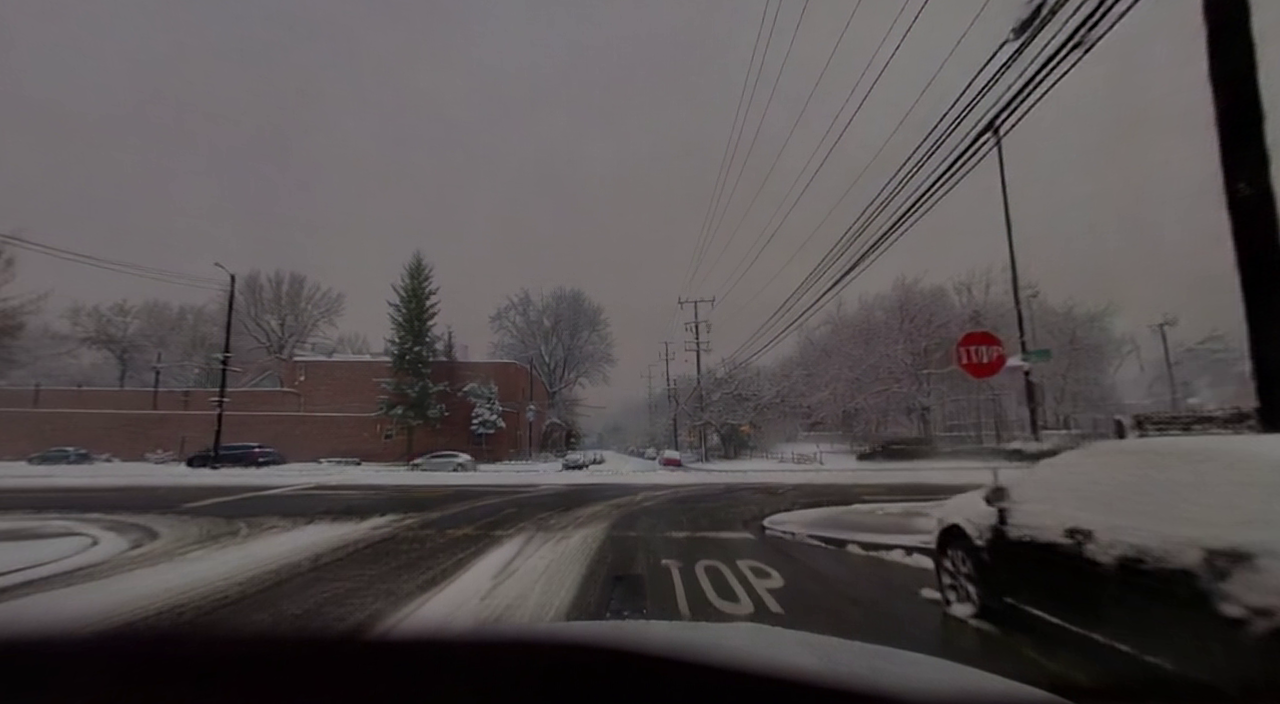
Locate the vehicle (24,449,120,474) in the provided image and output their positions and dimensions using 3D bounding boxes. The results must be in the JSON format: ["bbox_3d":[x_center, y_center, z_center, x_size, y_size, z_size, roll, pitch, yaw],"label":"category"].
[{"bbox_3d":[-38.633,7.453,42.977,4.440,1.671,2.036,0,-9,-2],"label":"vehicle"}]

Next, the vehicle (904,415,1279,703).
[{"bbox_3d":[3.623,1.171,3.630,2.041,1.495,4.815,0,-8,-1],"label":"vehicle"}]

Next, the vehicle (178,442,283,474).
[{"bbox_3d":[-23.800,6.178,36.790,4.689,1.803,1.958,0,-9,-2],"label":"vehicle"}]

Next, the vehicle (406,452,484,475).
[{"bbox_3d":[-13.482,7.721,43.787,4.869,1.517,1.819,0,-9,-2],"label":"vehicle"}]
